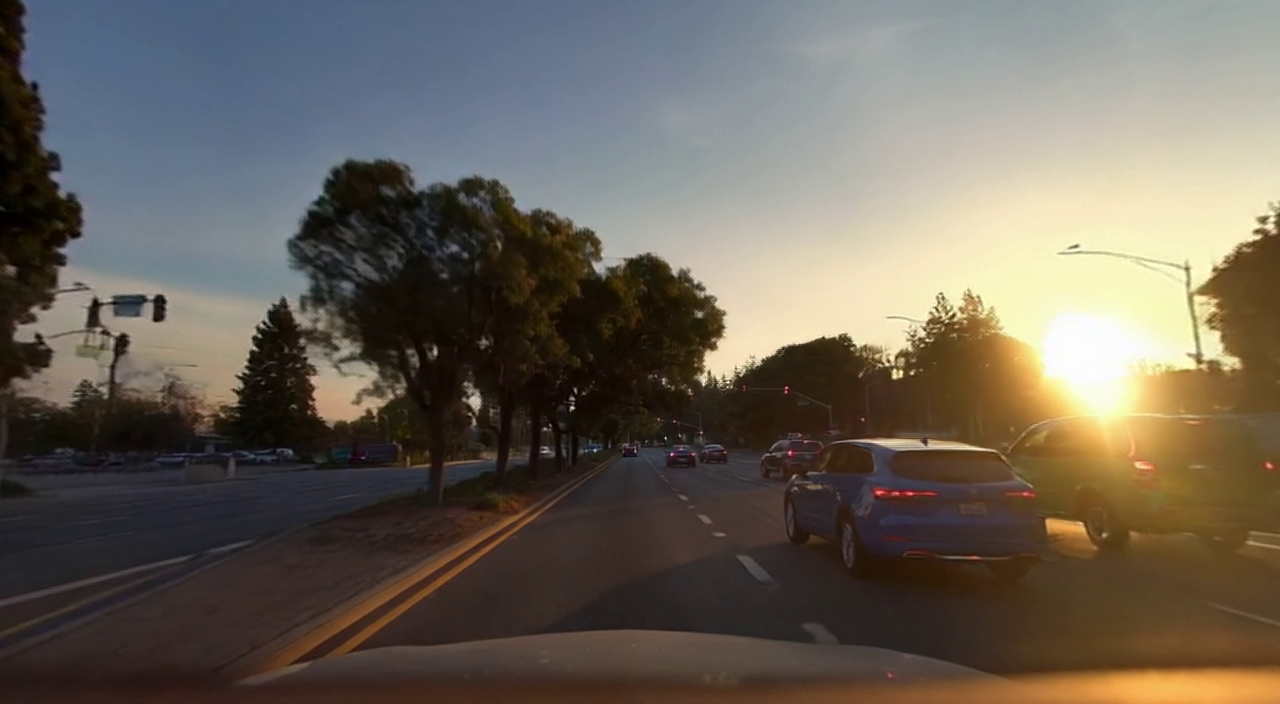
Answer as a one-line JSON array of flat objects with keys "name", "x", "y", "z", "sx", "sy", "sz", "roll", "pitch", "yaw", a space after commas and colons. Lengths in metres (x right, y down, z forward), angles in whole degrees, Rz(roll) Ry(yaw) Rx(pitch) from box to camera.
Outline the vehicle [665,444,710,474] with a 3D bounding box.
[{"name": "vehicle", "x": 2.514, "y": 5.794, "z": 34.285, "sx": 1.980, "sy": 1.484, "sz": 4.093, "roll": 0, "pitch": -9, "yaw": -2}]

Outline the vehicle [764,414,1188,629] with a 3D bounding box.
[{"name": "vehicle", "x": 2.959, "y": 1.612, "z": 7.150, "sx": 1.932, "sy": 1.547, "sz": 4.992, "roll": 0, "pitch": -9, "yaw": -2}]
